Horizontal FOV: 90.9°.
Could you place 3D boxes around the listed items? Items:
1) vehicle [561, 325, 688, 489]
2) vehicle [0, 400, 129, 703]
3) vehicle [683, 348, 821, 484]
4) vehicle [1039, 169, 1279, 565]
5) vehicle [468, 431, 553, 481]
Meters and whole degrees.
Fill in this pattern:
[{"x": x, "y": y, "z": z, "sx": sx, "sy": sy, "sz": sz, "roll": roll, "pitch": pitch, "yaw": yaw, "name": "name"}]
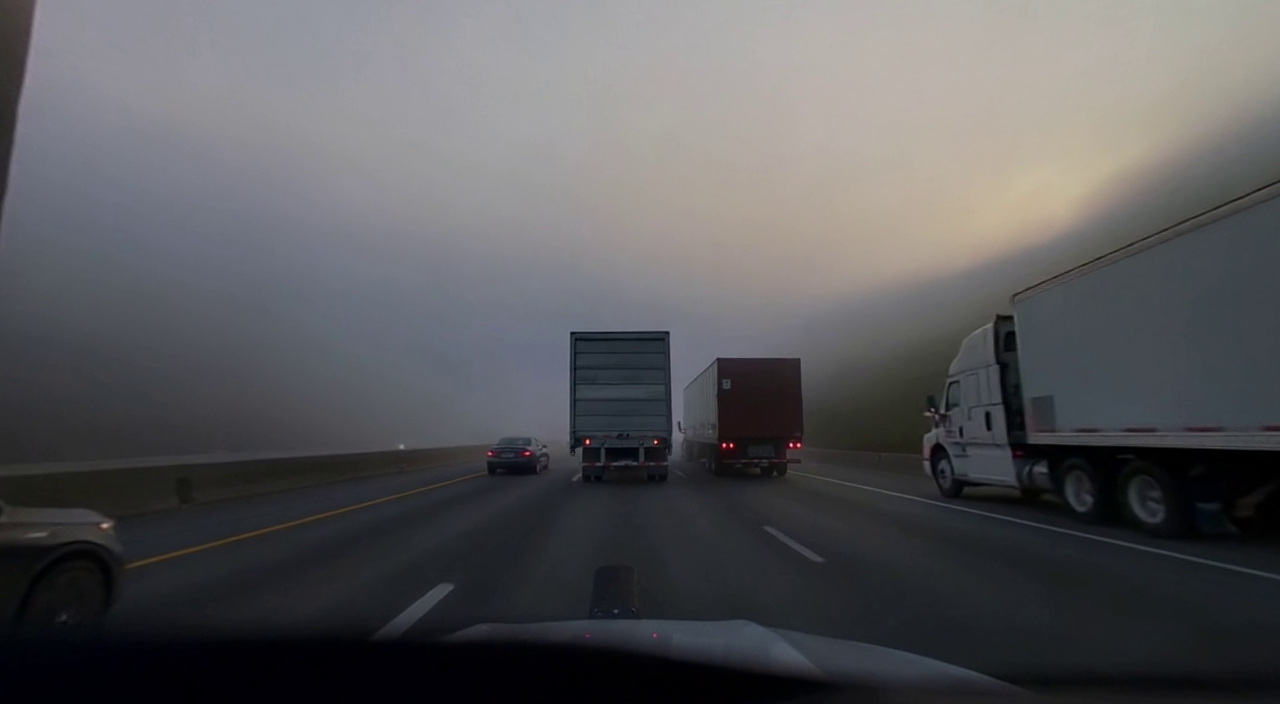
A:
[{"x": -0.581, "y": 2.057, "z": 20.925, "sx": 3.090, "sy": 4.065, "sz": 10.702, "roll": 0, "pitch": -8, "yaw": -2, "name": "vehicle"}, {"x": -3.511, "y": 0.688, "z": 0.770, "sx": 1.894, "sy": 1.460, "sz": 4.662, "roll": 0, "pitch": -8, "yaw": 0, "name": "vehicle"}, {"x": 3.584, "y": 2.585, "z": 23.825, "sx": 2.817, "sy": 3.886, "sz": 11.491, "roll": 0, "pitch": -8, "yaw": -2, "name": "vehicle"}, {"x": 8.242, "y": -0.229, "z": 3.776, "sx": 3.000, "sy": 4.114, "sz": 13.063, "roll": 0, "pitch": -8, "yaw": -1, "name": "vehicle"}, {"x": -4.193, "y": 3.425, "z": 21.085, "sx": 2.049, "sy": 1.483, "sz": 3.786, "roll": 0, "pitch": -8, "yaw": 0, "name": "vehicle"}]
